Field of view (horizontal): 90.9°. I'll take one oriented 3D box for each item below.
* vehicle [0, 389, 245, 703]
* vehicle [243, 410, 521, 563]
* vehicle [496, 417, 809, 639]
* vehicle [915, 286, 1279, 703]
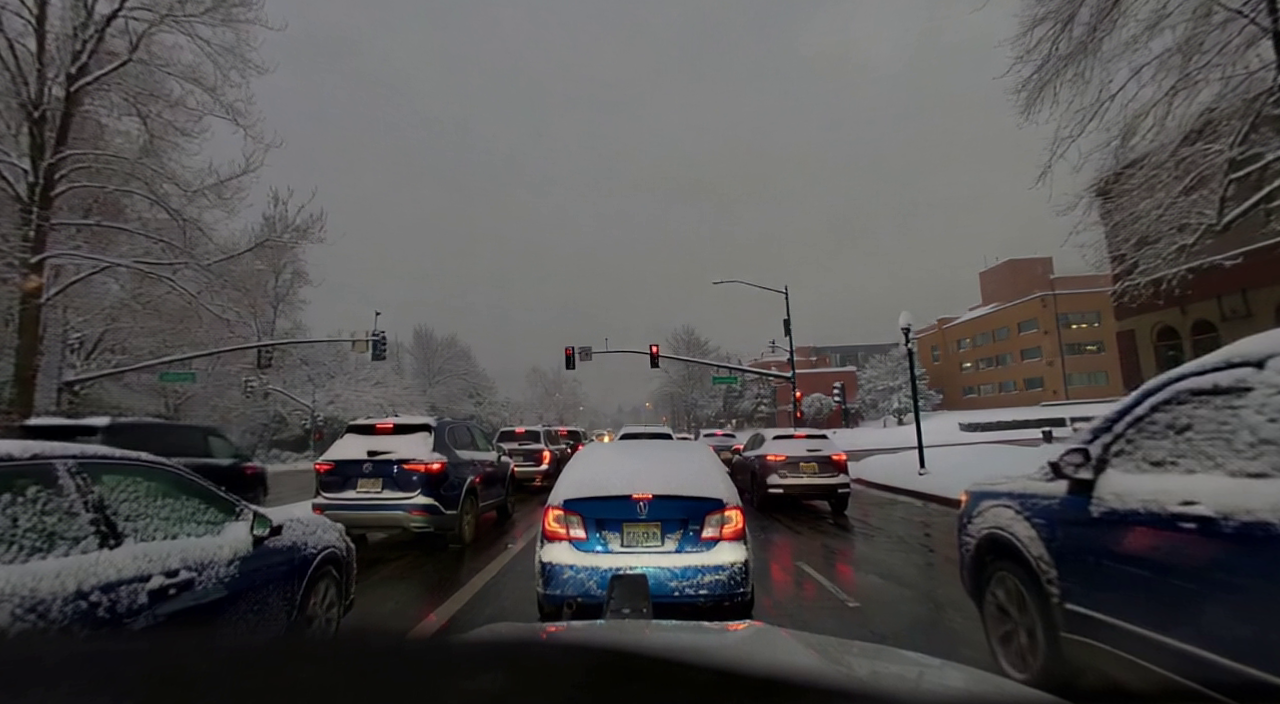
[{"bbox_3d":[-3.392,0.747,1.241,2.144,1.505,4.635,-1,-9,1],"label":"vehicle"},{"bbox_3d":[-3.374,1.872,9.501,2.168,1.719,4.561,-1,-9,1],"label":"vehicle"},{"bbox_3d":[0.082,1.511,6.387,2.147,1.507,3.953,0,-8,0],"label":"vehicle"},{"bbox_3d":[3.055,0.737,2.281,2.108,1.785,4.334,0,-9,0],"label":"vehicle"}]
